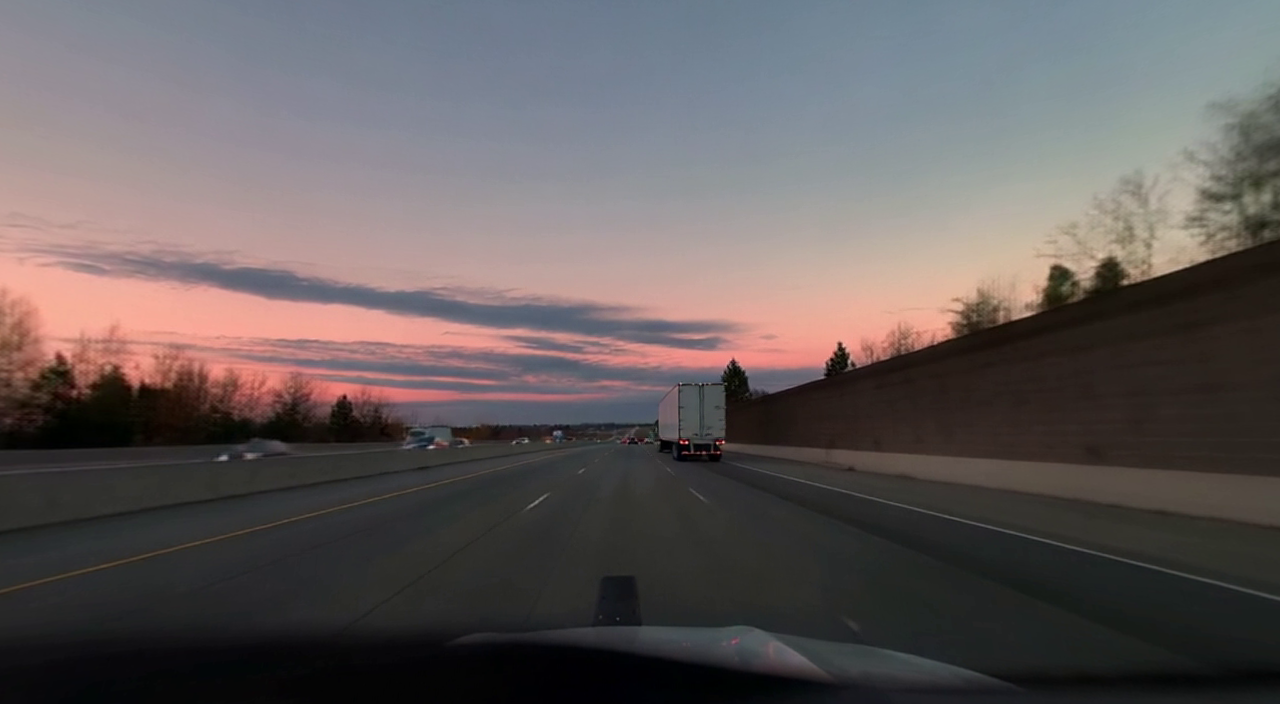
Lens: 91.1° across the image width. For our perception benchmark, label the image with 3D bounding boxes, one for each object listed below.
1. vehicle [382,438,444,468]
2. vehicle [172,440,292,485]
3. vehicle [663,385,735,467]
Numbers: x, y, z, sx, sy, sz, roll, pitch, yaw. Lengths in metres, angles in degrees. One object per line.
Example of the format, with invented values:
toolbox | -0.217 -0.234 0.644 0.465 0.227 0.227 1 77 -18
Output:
vehicle | -12.054 5.357 33.666 1.864 1.515 4.052 0 -8 -1
vehicle | -15.763 4.231 24.573 1.938 1.579 4.138 0 -8 -1
vehicle | 3.314 4.771 40.013 2.979 4.161 15.508 1 -7 0
